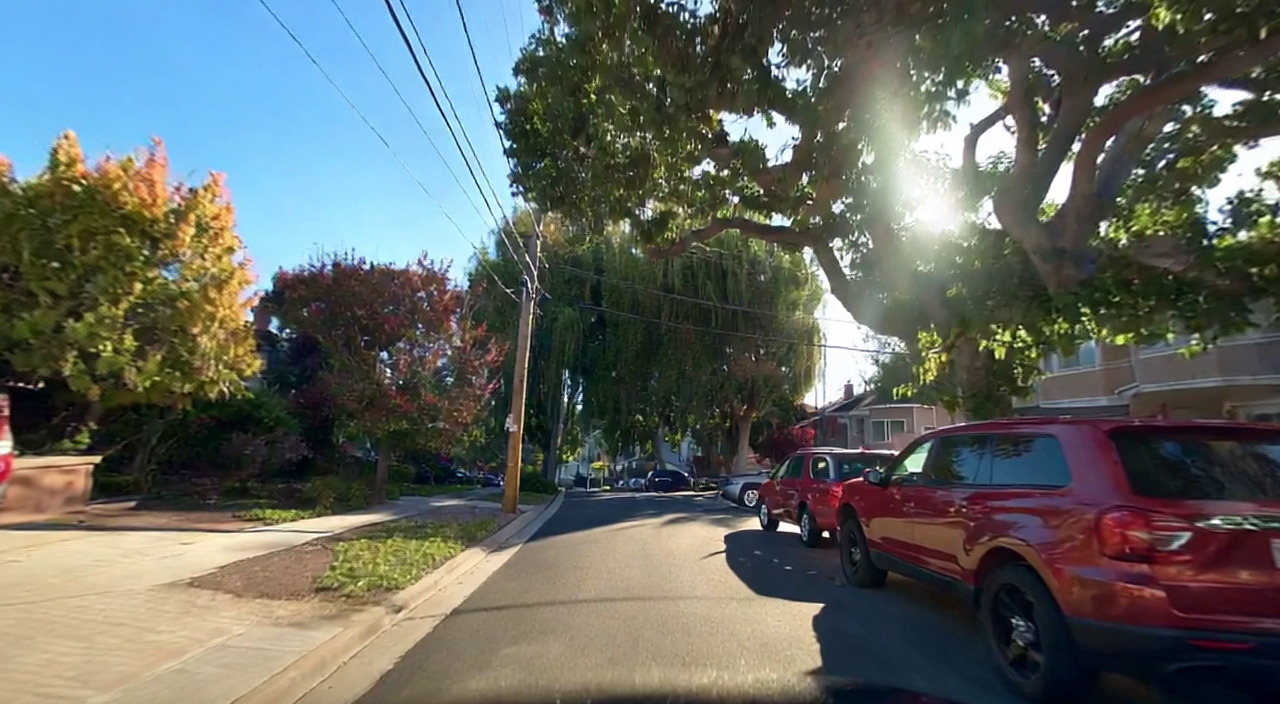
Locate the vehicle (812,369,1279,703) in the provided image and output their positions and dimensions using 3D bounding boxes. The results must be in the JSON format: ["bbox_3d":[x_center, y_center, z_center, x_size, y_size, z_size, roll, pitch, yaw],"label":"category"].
[{"bbox_3d":[3.201,1.323,5.121,2.076,1.780,4.959,0,-8,-2],"label":"vehicle"}]

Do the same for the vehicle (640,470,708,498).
[{"bbox_3d":[2.364,9.182,44.122,4.413,1.728,1.869,1,-9,-10],"label":"vehicle"}]

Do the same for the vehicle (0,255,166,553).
[{"bbox_3d":[-6.218,-0.061,3.801,4.827,1.771,2.042,10,-9,0],"label":"vehicle"}]
